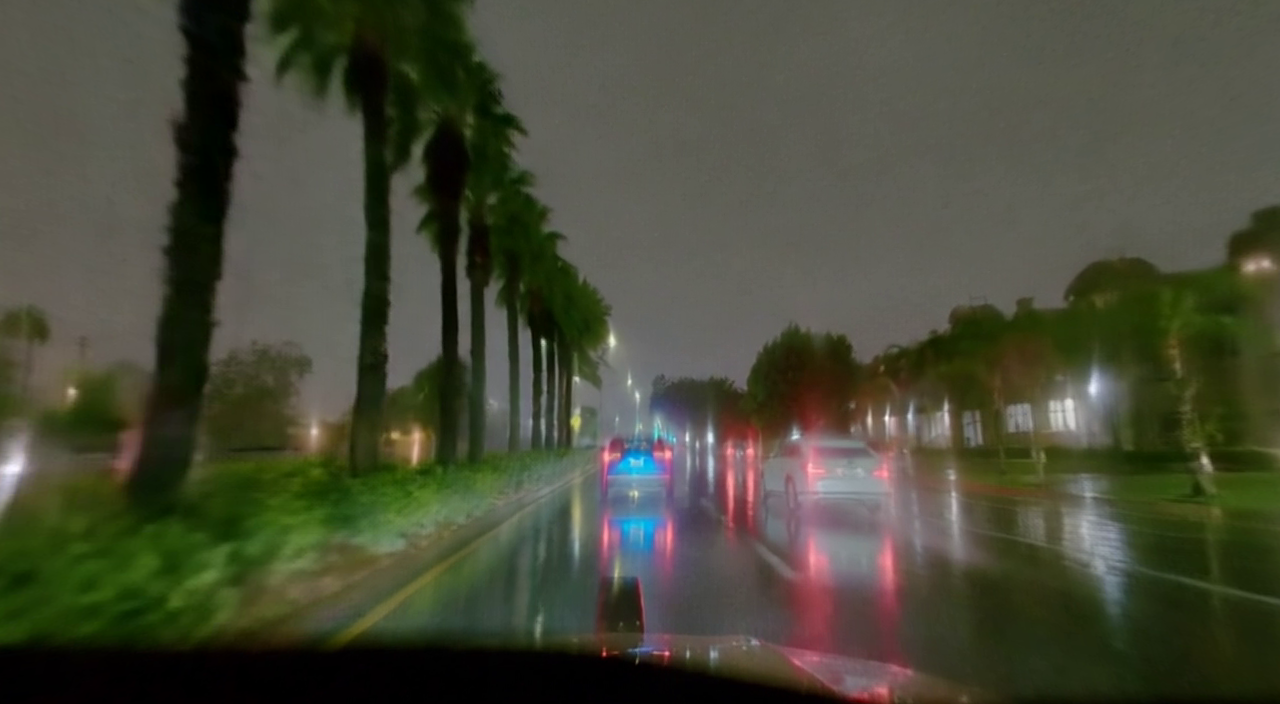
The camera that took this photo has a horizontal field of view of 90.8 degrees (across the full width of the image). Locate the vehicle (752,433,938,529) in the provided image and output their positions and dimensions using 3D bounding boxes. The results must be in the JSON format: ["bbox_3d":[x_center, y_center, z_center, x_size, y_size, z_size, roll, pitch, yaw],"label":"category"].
[{"bbox_3d":[3.620,2.361,12.224,1.941,1.472,4.570,0,-8,-2],"label":"vehicle"}]

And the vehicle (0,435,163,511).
[{"bbox_3d":[-17.656,3.565,19.362,2.127,1.883,5.167,0,-6,-1],"label":"vehicle"}]

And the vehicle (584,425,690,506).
[{"bbox_3d":[-0.090,2.719,15.539,2.239,1.693,4.301,0,-8,-1],"label":"vehicle"}]

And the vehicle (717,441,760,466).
[{"bbox_3d":[6.303,6.538,40.834,1.930,1.457,4.267,0,-8,-2],"label":"vehicle"}]
